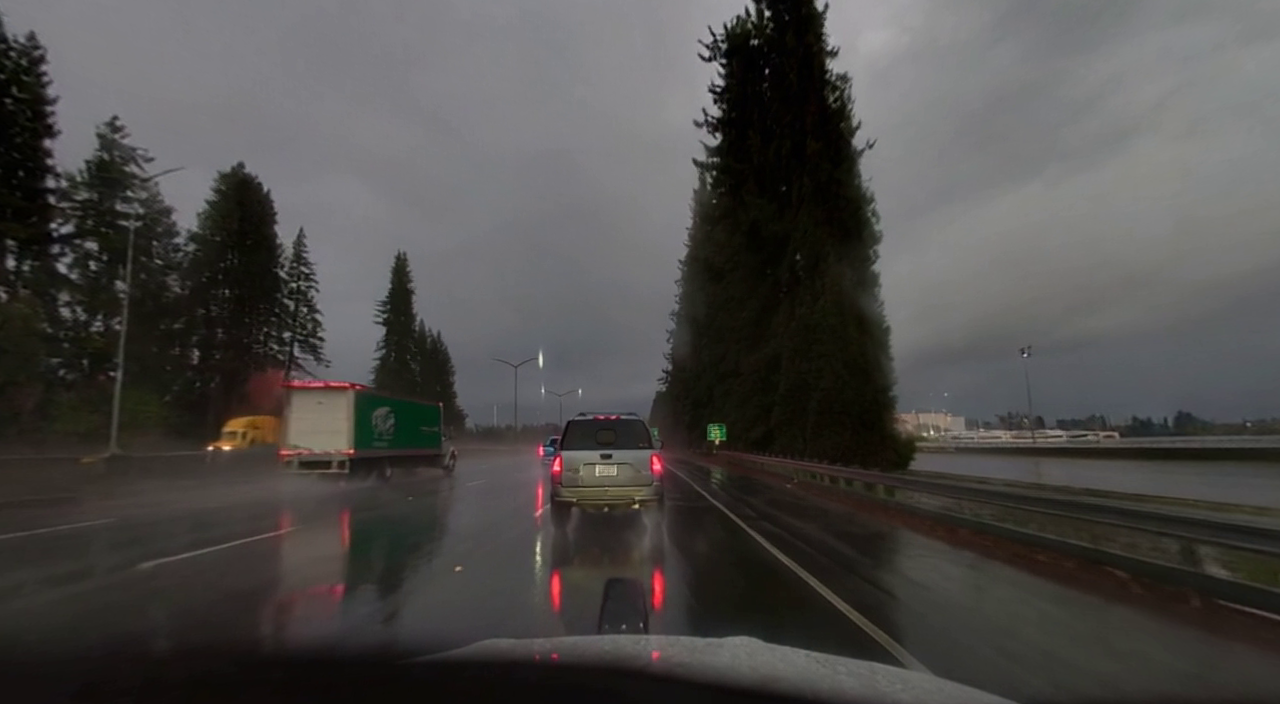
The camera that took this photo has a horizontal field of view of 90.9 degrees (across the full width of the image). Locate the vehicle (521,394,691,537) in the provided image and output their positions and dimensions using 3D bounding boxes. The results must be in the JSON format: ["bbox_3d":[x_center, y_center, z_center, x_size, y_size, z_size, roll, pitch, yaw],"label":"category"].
[{"bbox_3d":[-0.494,1.958,11.386,2.395,2.013,4.734,0,-8,0],"label":"vehicle"}]

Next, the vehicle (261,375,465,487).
[{"bbox_3d":[-10.848,3.495,26.996,3.347,3.686,12.113,0,-8,-1],"label":"vehicle"}]
